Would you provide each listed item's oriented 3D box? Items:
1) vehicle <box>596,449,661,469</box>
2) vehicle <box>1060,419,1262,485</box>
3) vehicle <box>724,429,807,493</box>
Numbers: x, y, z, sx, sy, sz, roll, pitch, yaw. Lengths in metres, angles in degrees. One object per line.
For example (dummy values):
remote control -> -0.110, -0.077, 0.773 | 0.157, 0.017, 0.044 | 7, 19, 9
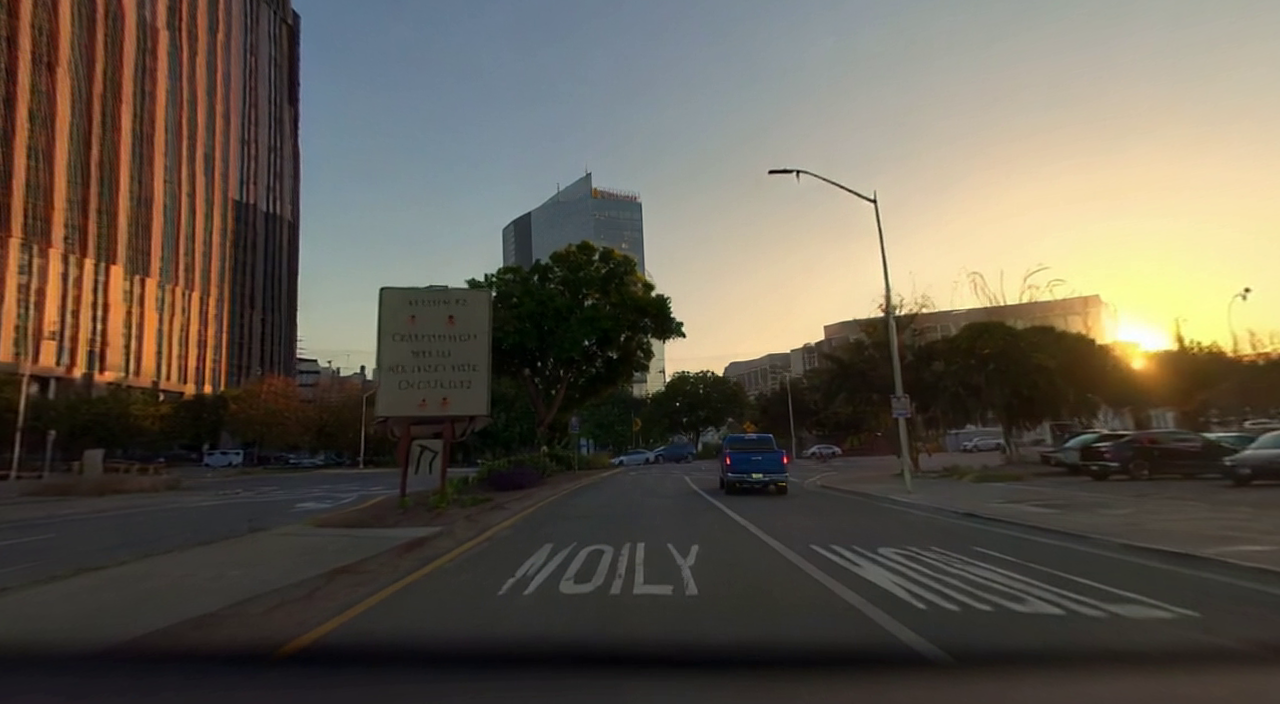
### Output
vehicle -> -0.878, 8.165, 48.410 | 4.633, 1.467, 1.842 | -4, -9, 23
vehicle -> 17.680, 3.397, 21.723 | 4.765, 1.678, 2.228 | -5, -4, 7
vehicle -> 4.205, 3.741, 22.093 | 2.402, 1.922, 5.677 | -1, -9, 7
